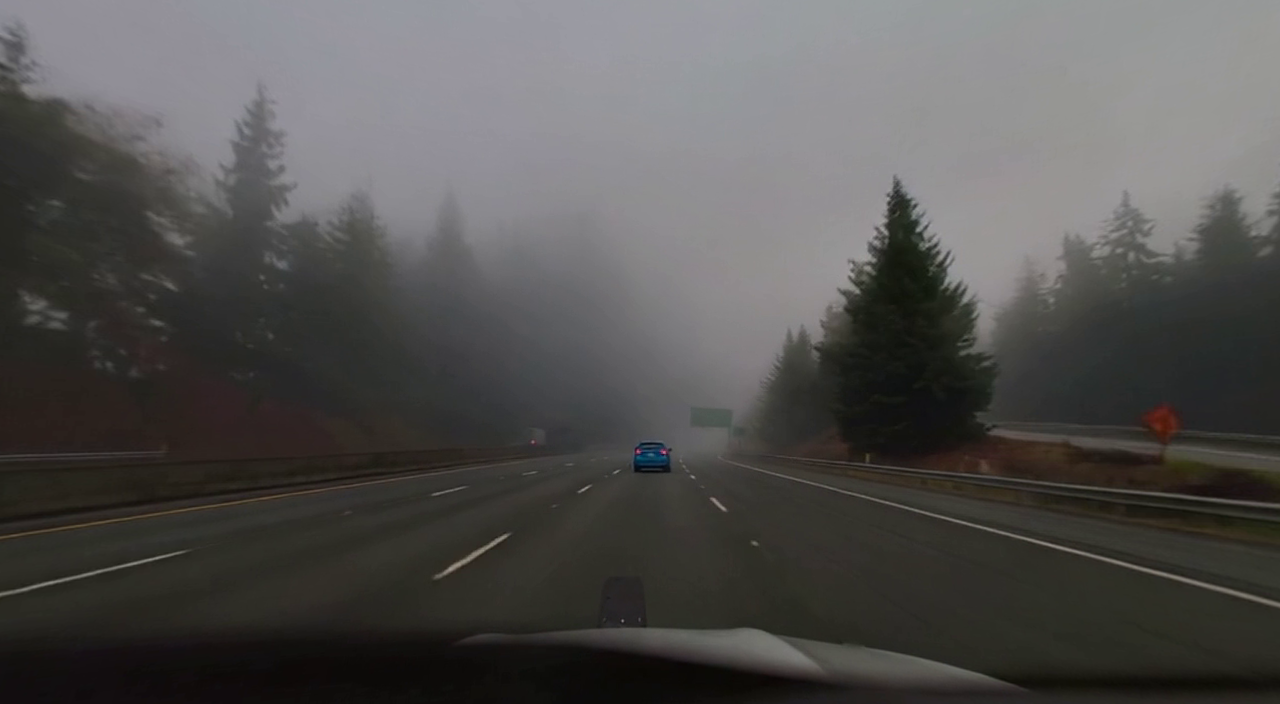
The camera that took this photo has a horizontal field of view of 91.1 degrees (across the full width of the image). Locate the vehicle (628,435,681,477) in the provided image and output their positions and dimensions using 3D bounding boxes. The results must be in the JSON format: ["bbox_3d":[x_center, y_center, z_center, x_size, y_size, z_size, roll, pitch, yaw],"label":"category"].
[{"bbox_3d":[0.703,4.484,27.363,2.133,1.686,4.203,-1,-8,3],"label":"vehicle"}]
